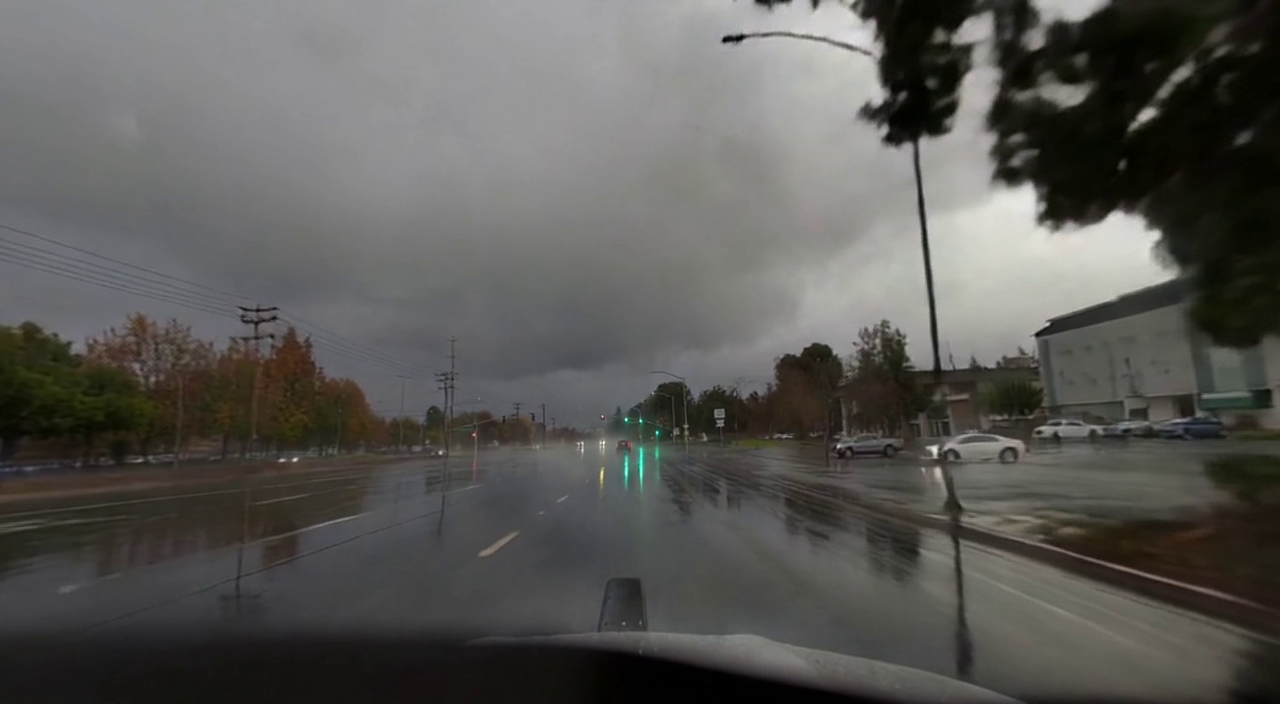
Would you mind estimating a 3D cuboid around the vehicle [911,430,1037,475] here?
[{"bbox_3d":[14.692,4.417,27.916,4.388,1.446,1.808,-6,-7,1],"label":"vehicle"}]

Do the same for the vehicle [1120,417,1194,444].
[{"bbox_3d":[33.520,5.127,40.870,4.287,1.622,2.088,4,-9,-28],"label":"vehicle"}]

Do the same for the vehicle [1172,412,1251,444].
[{"bbox_3d":[34.746,4.658,38.310,4.388,1.793,1.961,4,-9,-27],"label":"vehicle"}]

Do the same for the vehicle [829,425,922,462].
[{"bbox_3d":[14.211,5.550,38.222,4.702,1.853,2.069,-4,-8,2],"label":"vehicle"}]

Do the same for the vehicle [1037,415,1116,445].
[{"bbox_3d":[30.965,5.570,44.686,5.675,1.978,2.229,5,-10,-30],"label":"vehicle"}]
